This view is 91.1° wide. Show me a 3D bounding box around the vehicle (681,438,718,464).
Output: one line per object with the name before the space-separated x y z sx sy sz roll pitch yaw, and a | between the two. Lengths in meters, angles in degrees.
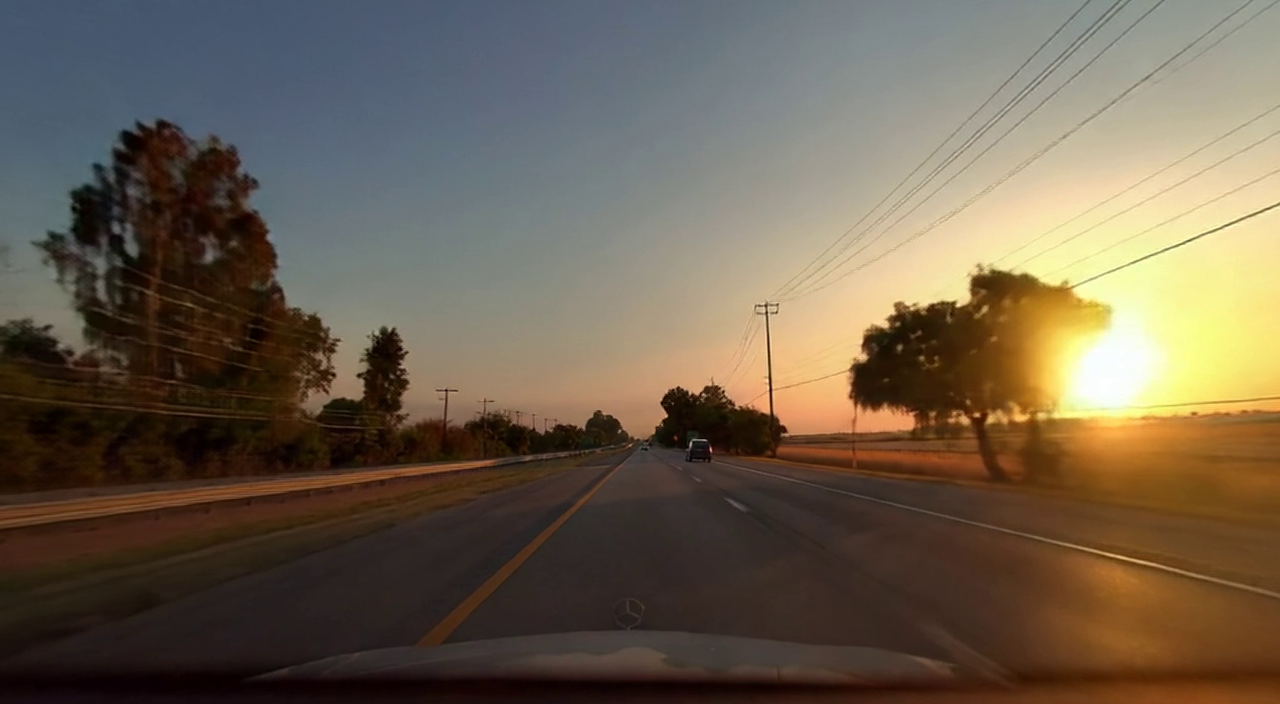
vehicle | 4.510 7.639 48.480 2.228 1.852 5.449 0 -8 -1
